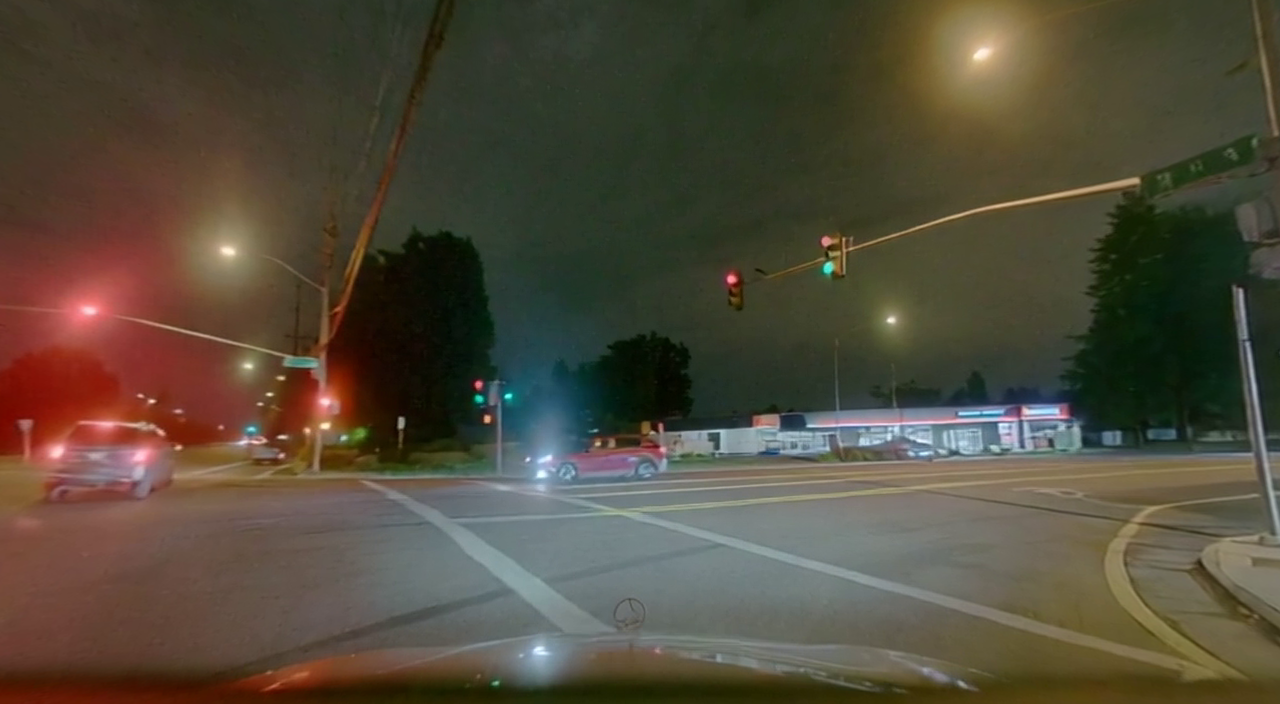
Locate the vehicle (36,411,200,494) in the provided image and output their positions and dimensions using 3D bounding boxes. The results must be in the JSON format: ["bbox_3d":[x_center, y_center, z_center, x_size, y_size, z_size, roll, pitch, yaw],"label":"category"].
[{"bbox_3d":[-13.707,2.677,16.902,2.300,1.868,4.690,4,-10,-27],"label":"vehicle"}]

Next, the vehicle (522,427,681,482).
[{"bbox_3d":[-1.305,3.506,21.952,5.149,1.725,1.964,4,-9,-28],"label":"vehicle"}]

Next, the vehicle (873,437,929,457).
[{"bbox_3d":[19.474,7.084,46.831,3.805,1.451,1.641,4,-10,-26],"label":"vehicle"}]

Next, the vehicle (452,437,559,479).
[{"bbox_3d":[-5.427,4.237,25.319,3.990,1.548,1.780,3,-9,-19],"label":"vehicle"}]
